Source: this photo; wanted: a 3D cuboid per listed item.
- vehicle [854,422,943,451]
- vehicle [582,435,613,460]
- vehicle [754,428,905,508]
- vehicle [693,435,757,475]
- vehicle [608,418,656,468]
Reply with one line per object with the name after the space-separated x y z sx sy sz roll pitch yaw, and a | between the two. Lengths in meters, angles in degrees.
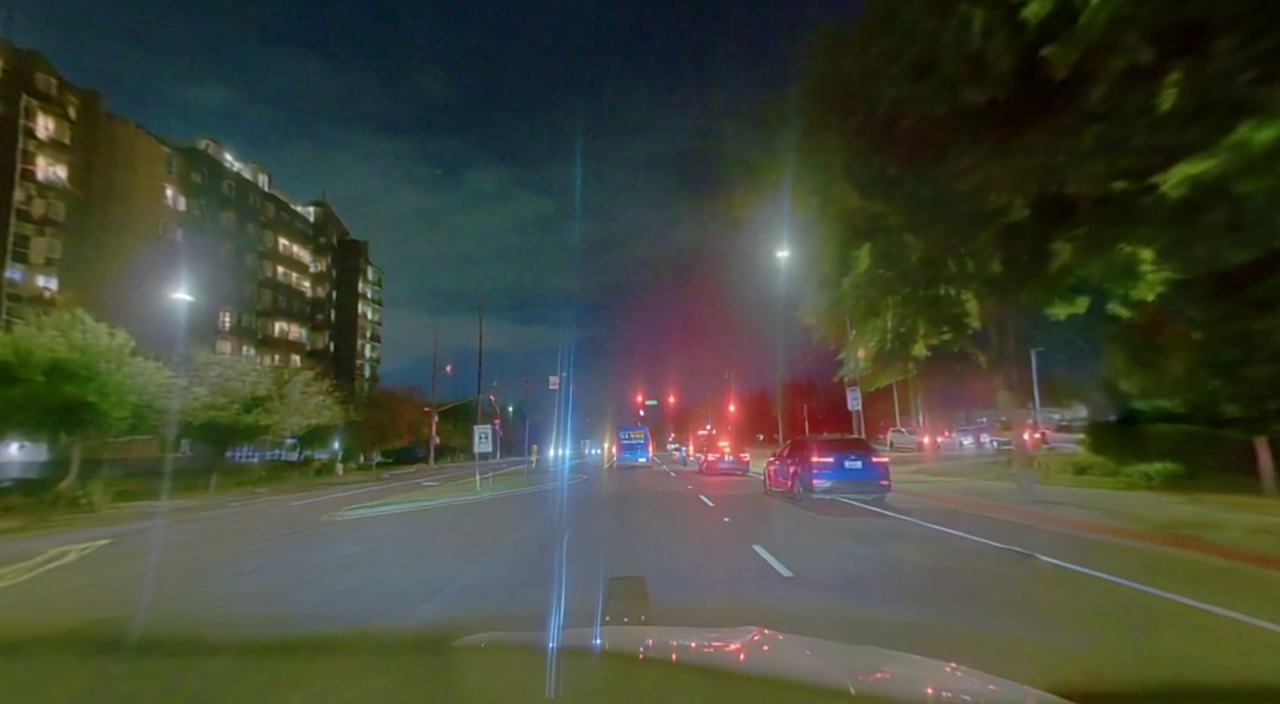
16.572 5.447 40.602 4.842 1.792 1.963 0 -8 0 | vehicle
-3.209 7.295 48.133 2.203 1.786 4.249 0 -8 -2 | vehicle
4.100 2.601 14.665 1.967 1.506 4.968 0 -8 0 | vehicle
3.412 4.225 26.084 1.951 1.483 4.582 0 -8 -1 | vehicle
-0.388 4.960 34.376 2.422 2.488 4.992 0 -8 0 | vehicle
